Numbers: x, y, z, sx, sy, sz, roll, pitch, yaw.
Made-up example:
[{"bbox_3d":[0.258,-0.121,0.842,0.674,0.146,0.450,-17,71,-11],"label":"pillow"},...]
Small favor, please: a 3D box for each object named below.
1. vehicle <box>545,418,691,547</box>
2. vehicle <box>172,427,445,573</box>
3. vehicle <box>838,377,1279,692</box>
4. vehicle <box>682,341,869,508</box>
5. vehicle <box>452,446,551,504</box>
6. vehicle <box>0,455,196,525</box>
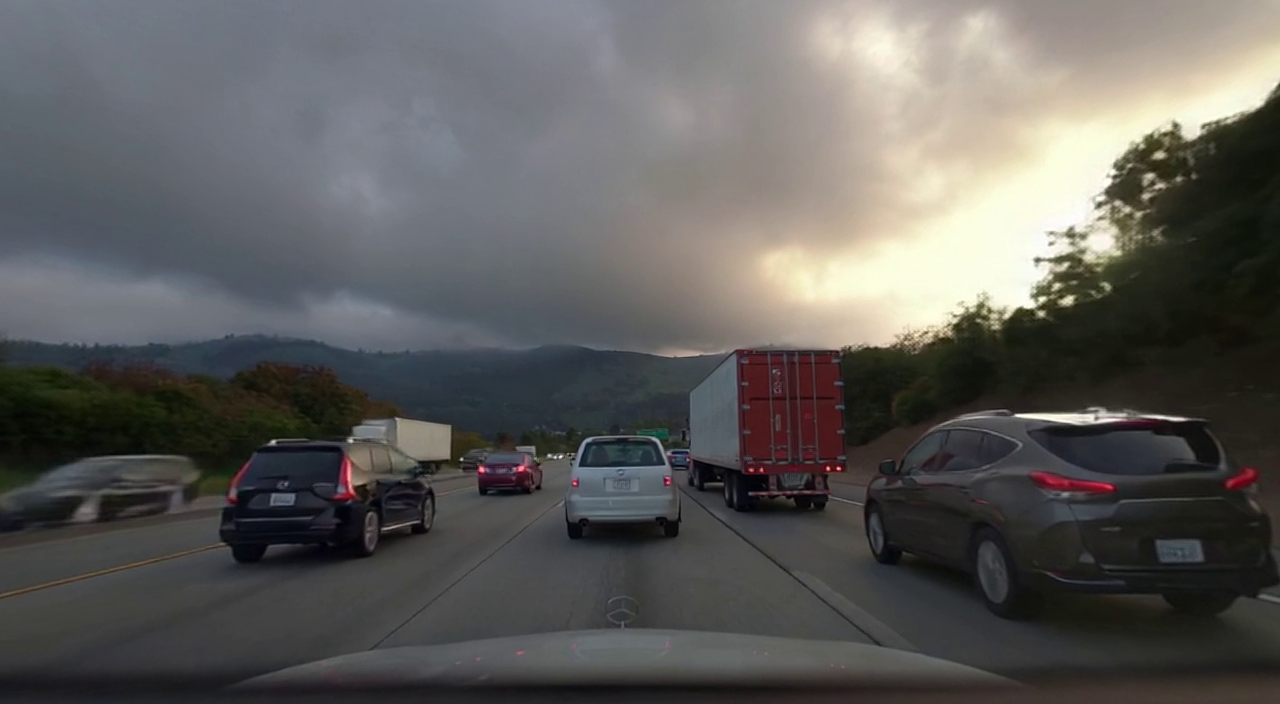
[{"bbox_3d":[-0.319,2.172,11.020,2.037,1.792,4.194,0,-9,0],"label":"vehicle"},{"bbox_3d":[-4.331,1.973,9.059,1.789,1.620,3.841,0,-9,0],"label":"vehicle"},{"bbox_3d":[3.679,1.376,5.918,2.076,1.751,4.666,0,-9,0],"label":"vehicle"},{"bbox_3d":[3.817,2.956,23.315,3.186,4.111,15.553,0,-9,-1],"label":"vehicle"},{"bbox_3d":[-3.969,3.596,18.828,1.923,1.503,4.293,0,-9,1],"label":"vehicle"},{"bbox_3d":[-12.855,3.186,15.021,1.890,1.443,3.558,0,-9,0],"label":"vehicle"}]
